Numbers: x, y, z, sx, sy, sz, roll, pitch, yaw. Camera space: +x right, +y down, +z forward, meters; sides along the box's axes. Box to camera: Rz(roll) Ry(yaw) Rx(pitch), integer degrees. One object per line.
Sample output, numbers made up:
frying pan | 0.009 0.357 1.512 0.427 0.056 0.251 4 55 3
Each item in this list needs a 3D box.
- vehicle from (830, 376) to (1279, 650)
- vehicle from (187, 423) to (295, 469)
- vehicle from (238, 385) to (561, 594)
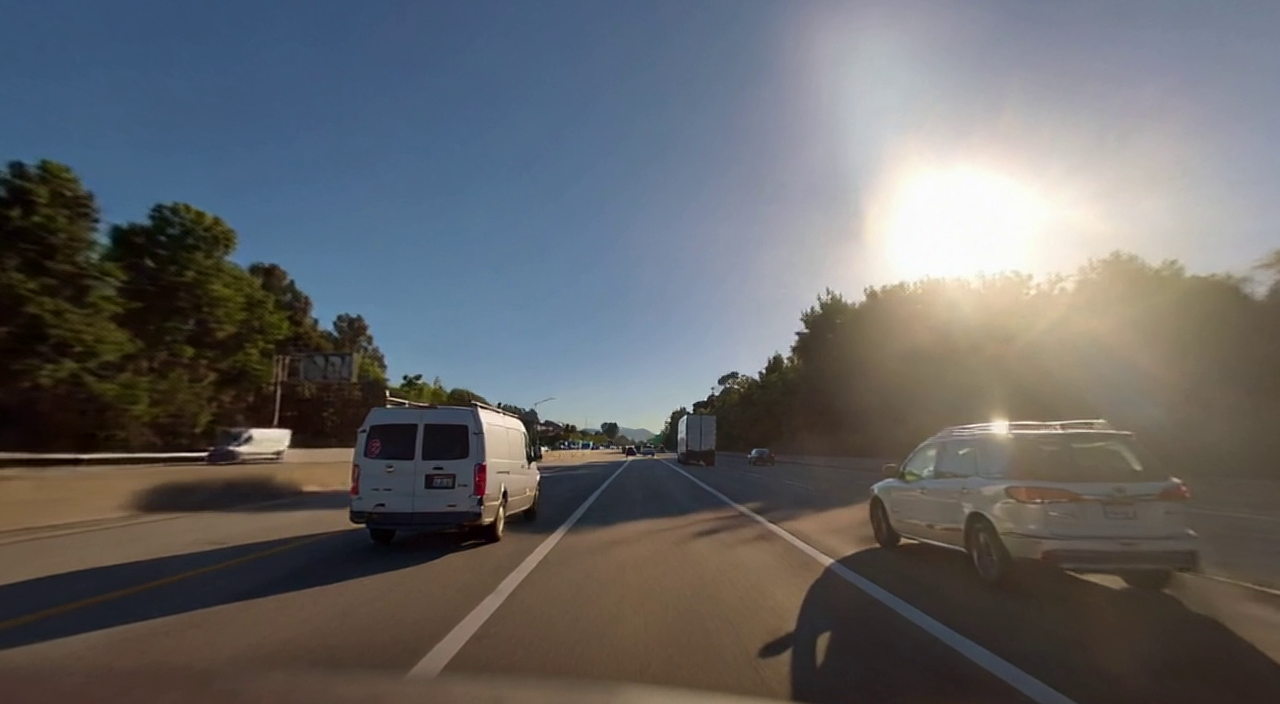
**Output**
vehicle | 3.905 1.437 6.736 2.209 1.862 4.717 0 -8 -1
vehicle | -24.873 5.889 39.676 2.288 2.634 5.966 -1 -8 7
vehicle | -2.575 1.662 8.599 2.159 1.922 5.345 0 -8 2
